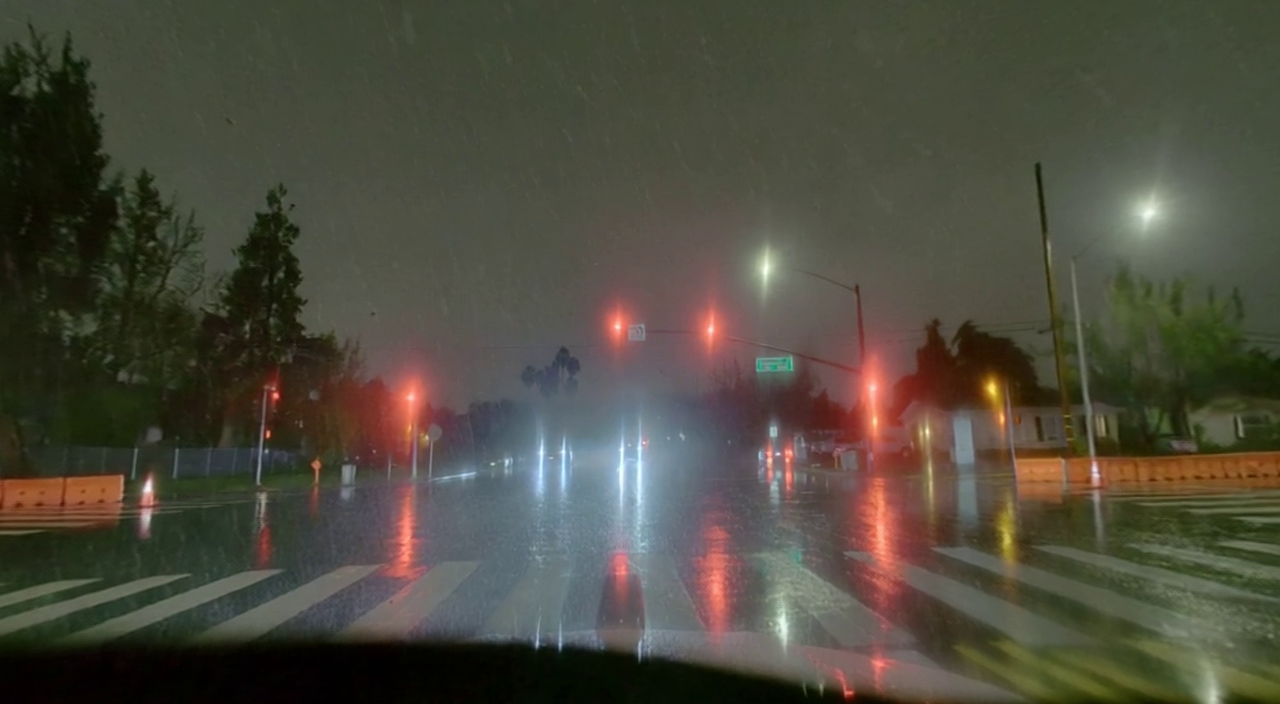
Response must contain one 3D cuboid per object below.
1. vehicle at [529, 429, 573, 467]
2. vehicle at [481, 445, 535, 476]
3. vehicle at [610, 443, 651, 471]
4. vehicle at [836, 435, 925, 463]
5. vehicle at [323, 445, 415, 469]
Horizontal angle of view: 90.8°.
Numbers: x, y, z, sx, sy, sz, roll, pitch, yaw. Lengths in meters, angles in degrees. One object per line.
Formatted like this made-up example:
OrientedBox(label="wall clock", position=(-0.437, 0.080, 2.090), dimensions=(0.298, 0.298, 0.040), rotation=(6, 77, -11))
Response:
OrientedBox(label="vehicle", position=(-6.885, 7.555, 49.721), dimensions=(2.625, 2.726, 6.138), rotation=(0, -8, -1))
OrientedBox(label="vehicle", position=(-6.672, 5.529, 32.388), dimensions=(1.881, 1.452, 4.121), rotation=(0, -8, 0))
OrientedBox(label="vehicle", position=(-0.518, 5.766, 34.967), dimensions=(2.105, 1.457, 4.173), rotation=(0, -8, -1))
OrientedBox(label="vehicle", position=(15.304, 6.188, 40.349), dimensions=(4.892, 1.656, 1.856), rotation=(0, -8, 0))
OrientedBox(label="vehicle", position=(-16.473, 6.375, 38.572), dimensions=(4.713, 1.409, 1.918), rotation=(0, -8, -2))
